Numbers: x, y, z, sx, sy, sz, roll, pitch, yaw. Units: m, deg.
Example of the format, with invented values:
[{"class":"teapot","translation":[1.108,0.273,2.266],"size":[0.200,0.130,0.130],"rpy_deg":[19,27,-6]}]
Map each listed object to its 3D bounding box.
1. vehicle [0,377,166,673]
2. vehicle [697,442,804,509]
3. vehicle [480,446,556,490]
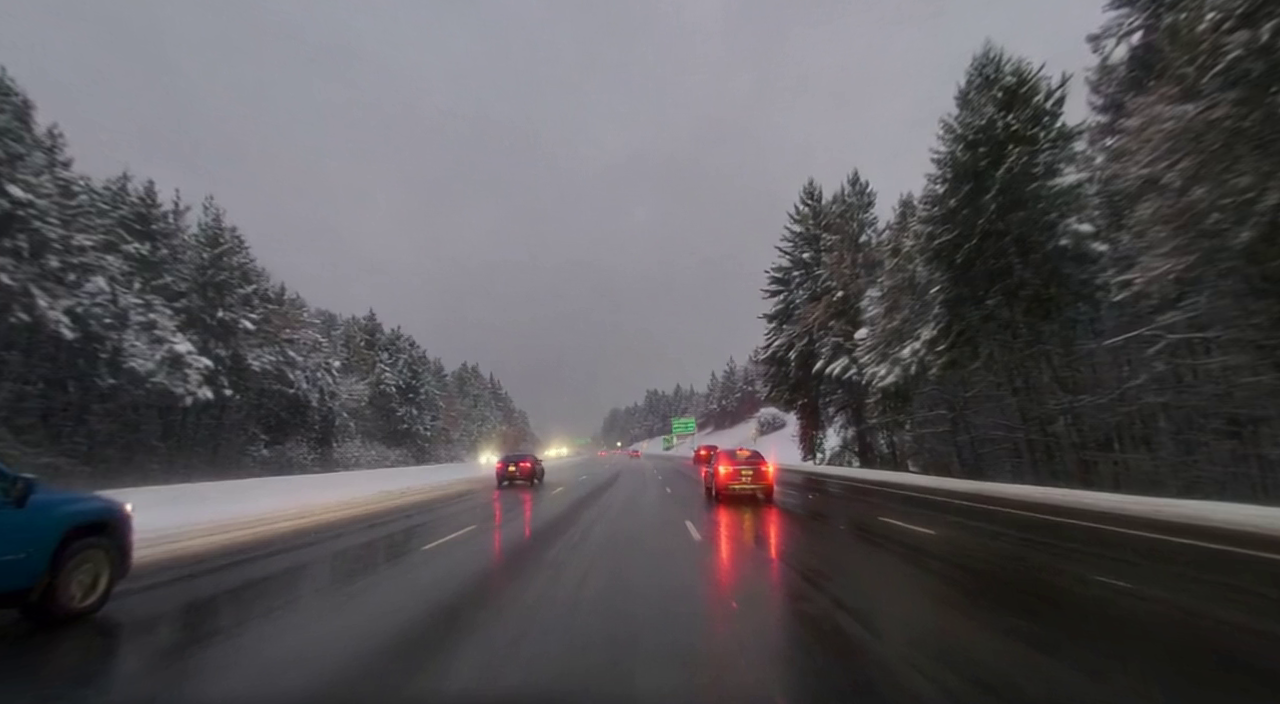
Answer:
[{"class":"vehicle","translation":[-4.876,0.887,2.820],"size":[2.079,1.745,4.281],"rpy_deg":[0,-9,1]},{"class":"vehicle","translation":[2.810,3.260,17.075],"size":[2.120,1.572,4.344],"rpy_deg":[0,-9,0]},{"class":"vehicle","translation":[-4.520,4.366,24.033],"size":[2.009,1.488,4.289],"rpy_deg":[0,-9,1]}]
